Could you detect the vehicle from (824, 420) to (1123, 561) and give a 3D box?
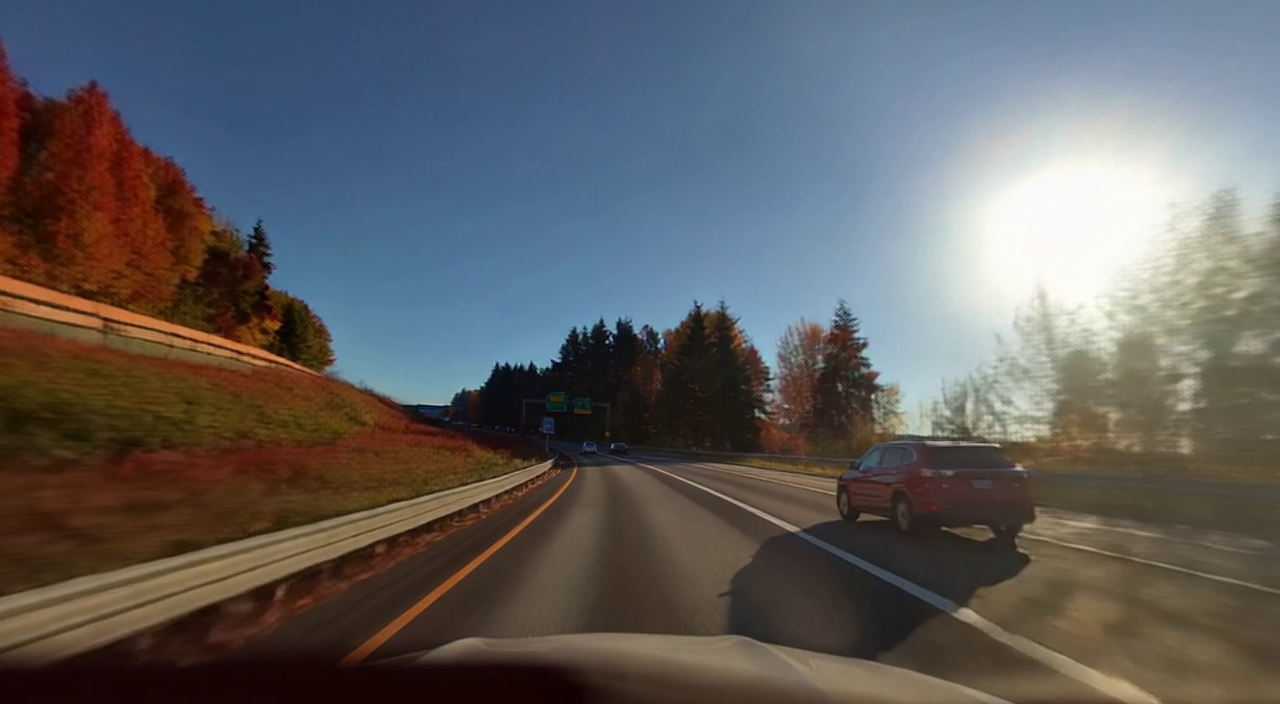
[{"bbox_3d":[4.348,1.868,9.101,1.952,1.536,4.036,0,-9,-3],"label":"vehicle"}]
